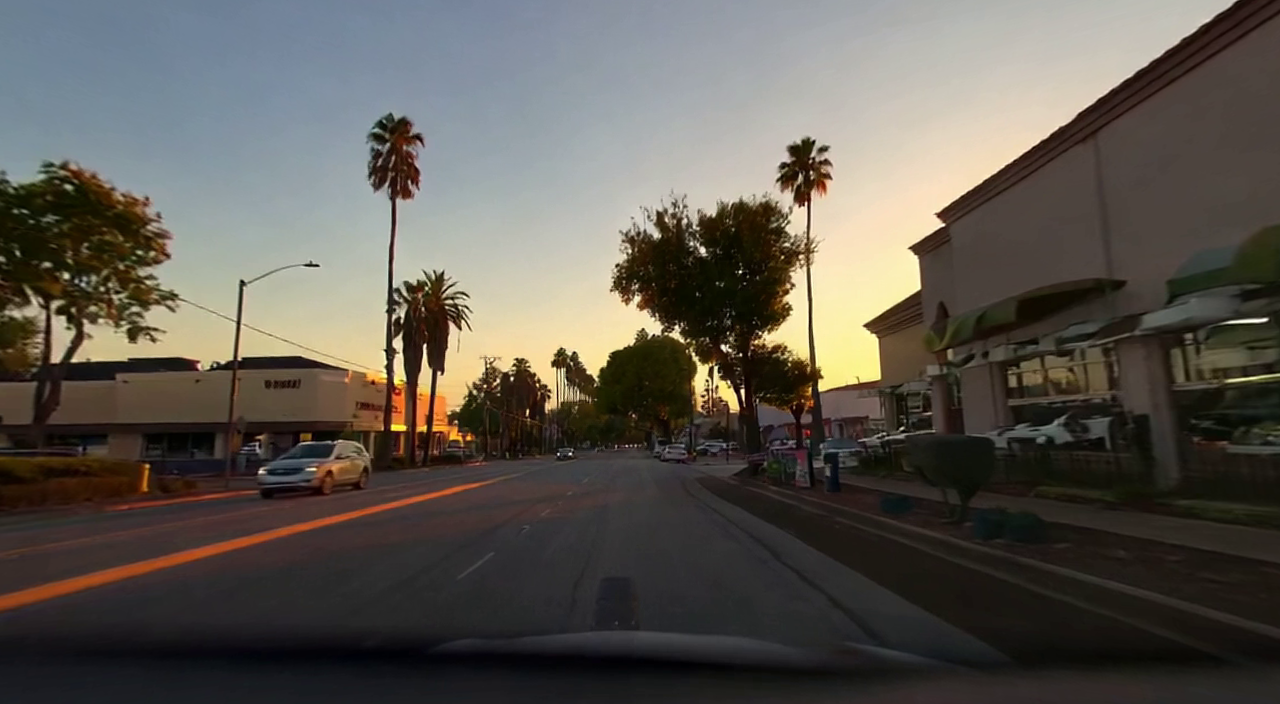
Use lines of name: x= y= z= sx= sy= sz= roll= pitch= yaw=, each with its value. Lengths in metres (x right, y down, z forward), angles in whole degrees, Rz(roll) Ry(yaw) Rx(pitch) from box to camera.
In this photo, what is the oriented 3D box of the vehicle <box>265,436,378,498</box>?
vehicle: x=-11.597 y=4.190 z=23.399 sx=2.089 sy=1.979 sz=4.179 roll=-3 pitch=-9 yaw=-1
